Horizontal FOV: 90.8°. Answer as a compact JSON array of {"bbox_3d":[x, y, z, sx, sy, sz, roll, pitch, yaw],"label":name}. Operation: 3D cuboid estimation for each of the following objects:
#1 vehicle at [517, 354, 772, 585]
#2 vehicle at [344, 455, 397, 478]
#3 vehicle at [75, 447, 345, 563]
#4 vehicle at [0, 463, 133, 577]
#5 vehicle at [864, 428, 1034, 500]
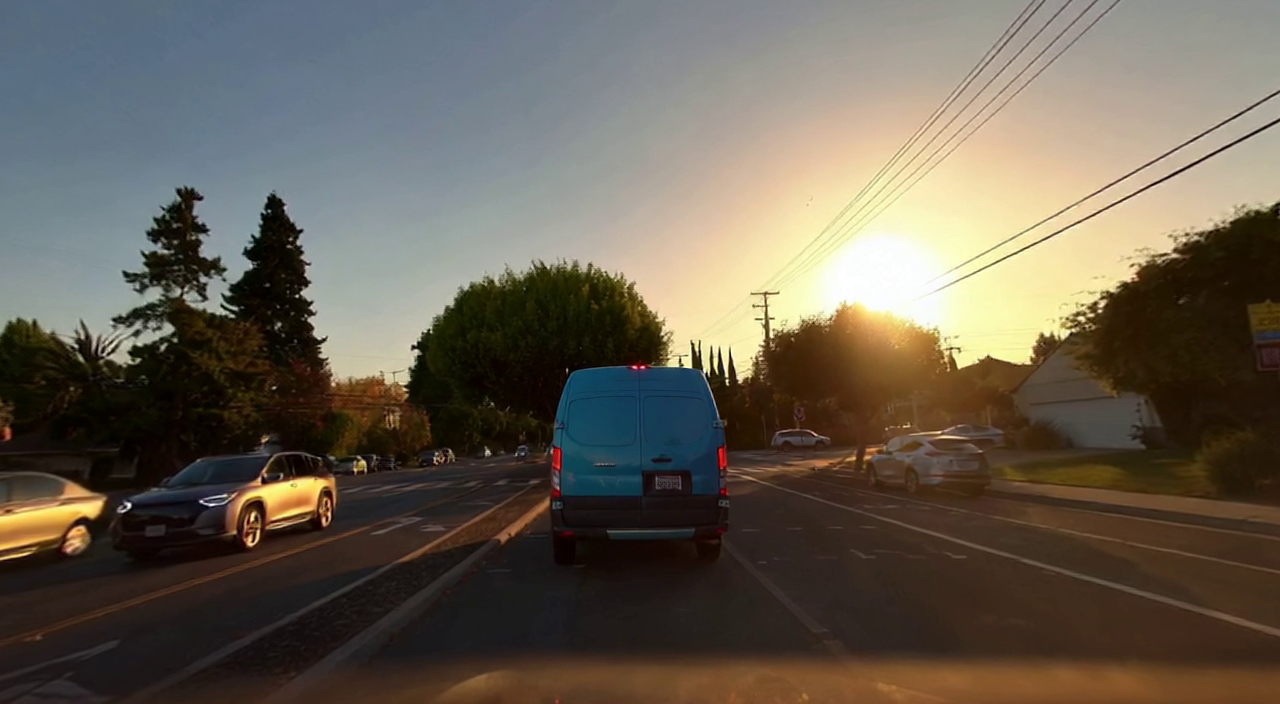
[{"bbox_3d":[0.053,1.443,8.347,2.342,2.142,4.809,0,-9,0],"label":"vehicle"},{"bbox_3d":[-18.452,7.839,43.491,1.816,1.445,4.120,0,-9,0],"label":"vehicle"},{"bbox_3d":[-7.539,2.646,11.804,1.997,1.724,4.417,0,-9,-1],"label":"vehicle"},{"bbox_3d":[-10.494,2.560,9.537,1.986,1.610,4.456,0,-9,-1],"label":"vehicle"},{"bbox_3d":[7.306,2.684,15.526,1.883,1.504,4.220,0,-9,-3],"label":"vehicle"}]
